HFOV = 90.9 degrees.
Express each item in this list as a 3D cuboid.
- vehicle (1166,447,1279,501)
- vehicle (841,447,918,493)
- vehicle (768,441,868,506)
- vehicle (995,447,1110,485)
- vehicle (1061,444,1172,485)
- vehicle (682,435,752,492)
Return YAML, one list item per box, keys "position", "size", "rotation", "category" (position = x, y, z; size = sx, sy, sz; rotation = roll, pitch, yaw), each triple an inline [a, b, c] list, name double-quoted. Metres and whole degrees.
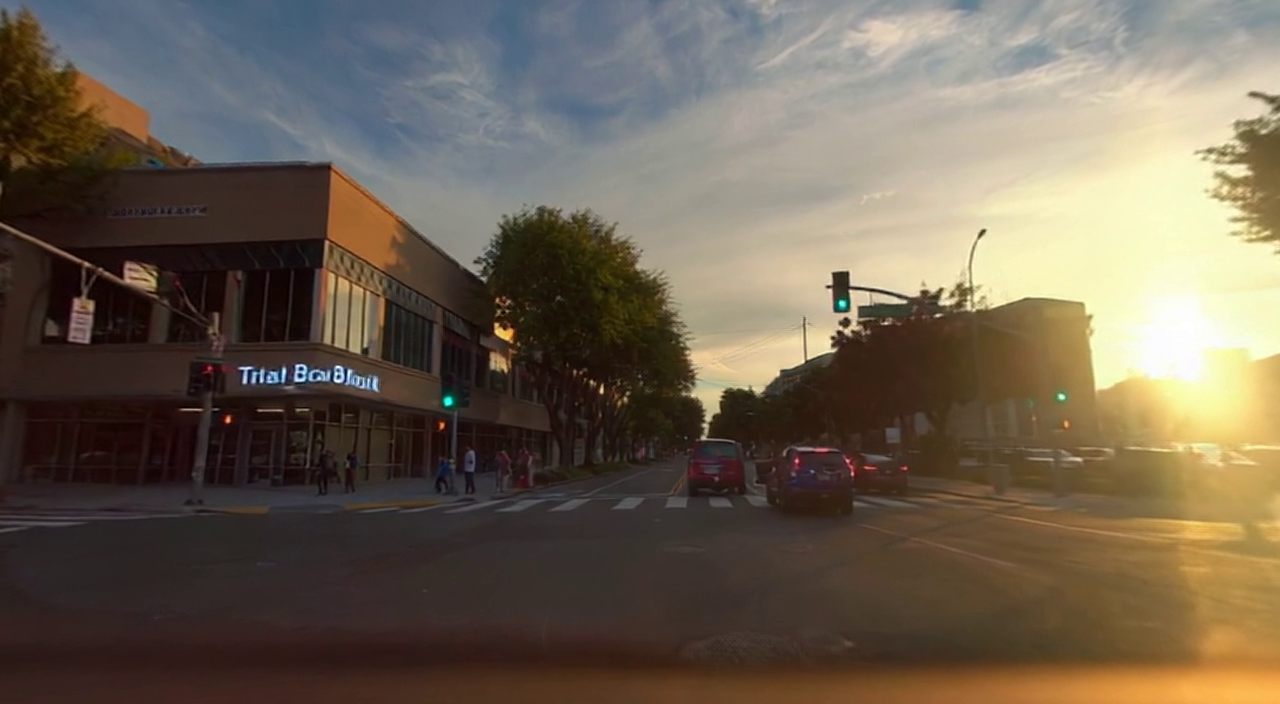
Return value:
- position: [18.772, 3.863, 20.363]
  size: [1.875, 1.543, 3.853]
  rotation: [-5, -10, 28]
  category: "vehicle"
- position: [9.617, 4.742, 25.661]
  size: [1.792, 1.682, 4.089]
  rotation: [-1, -9, 5]
  category: "vehicle"
- position: [5.290, 3.640, 19.448]
  size: [2.048, 1.725, 4.754]
  rotation: [-1, -9, 4]
  category: "vehicle"
- position: [18.890, 5.187, 29.101]
  size: [1.924, 1.579, 4.084]
  rotation: [2, -9, -17]
  category: "vehicle"
- position: [21.539, 5.071, 28.670]
  size: [1.748, 1.695, 3.640]
  rotation: [2, -9, -13]
  category: "vehicle"
- position: [2.850, 4.268, 24.554]
  size: [2.390, 1.948, 5.344]
  rotation: [-1, -9, 4]
  category: "vehicle"
